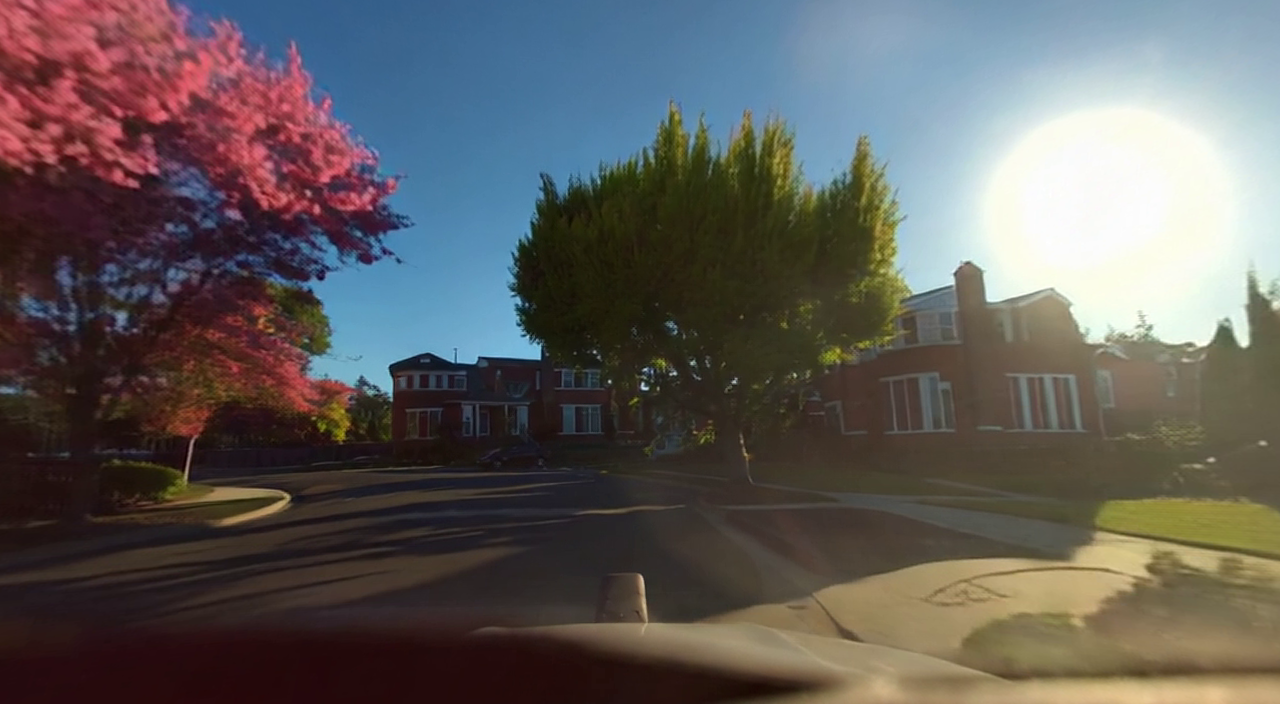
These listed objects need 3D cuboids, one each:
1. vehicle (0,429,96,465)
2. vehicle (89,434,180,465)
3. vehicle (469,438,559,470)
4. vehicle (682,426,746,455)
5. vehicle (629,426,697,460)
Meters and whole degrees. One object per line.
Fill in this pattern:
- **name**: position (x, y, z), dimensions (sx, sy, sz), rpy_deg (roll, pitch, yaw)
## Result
- **vehicle**: position (-30.016, 4.684, 31.144), dimensions (4.435, 1.707, 2.046), rpy_deg (0, -9, 2)
- **vehicle**: position (-29.518, 5.679, 36.904), dimensions (4.237, 1.728, 2.203), rpy_deg (-3, -9, 22)
- **vehicle**: position (-7.445, 6.079, 37.608), dimensions (4.815, 1.827, 2.147), rpy_deg (-1, -9, 5)
- **vehicle**: position (4.894, 5.818, 41.318), dimensions (2.152, 1.773, 4.495), rpy_deg (-7, -11, 37)
- **vehicle**: position (1.540, 5.951, 41.428), dimensions (2.310, 1.701, 4.280), rpy_deg (-7, -5, 37)
